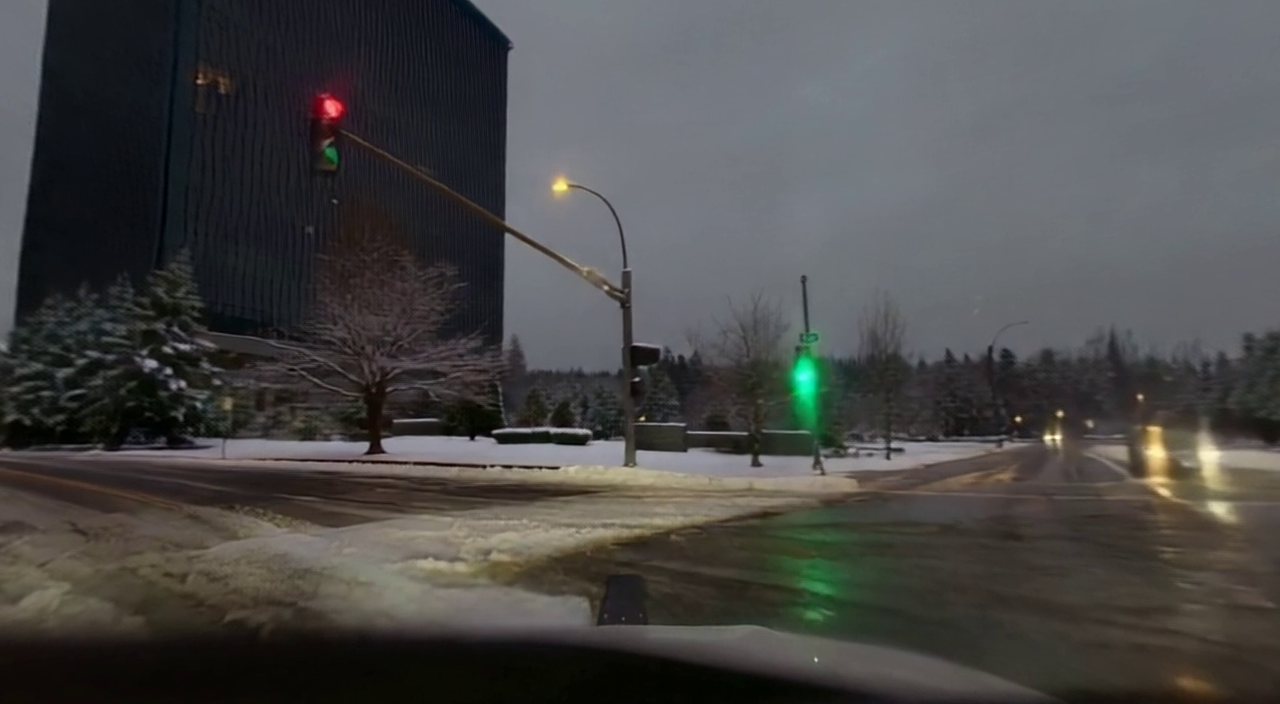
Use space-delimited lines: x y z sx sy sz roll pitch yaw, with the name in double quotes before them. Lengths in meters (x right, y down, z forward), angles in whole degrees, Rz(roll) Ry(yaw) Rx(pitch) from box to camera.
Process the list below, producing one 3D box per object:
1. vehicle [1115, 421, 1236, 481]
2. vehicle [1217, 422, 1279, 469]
"vehicle" 15.467 2.881 18.407 2.068 1.486 4.664 -6 -10 33
"vehicle" 21.470 3.166 21.288 1.973 1.456 4.287 -6 -10 32
